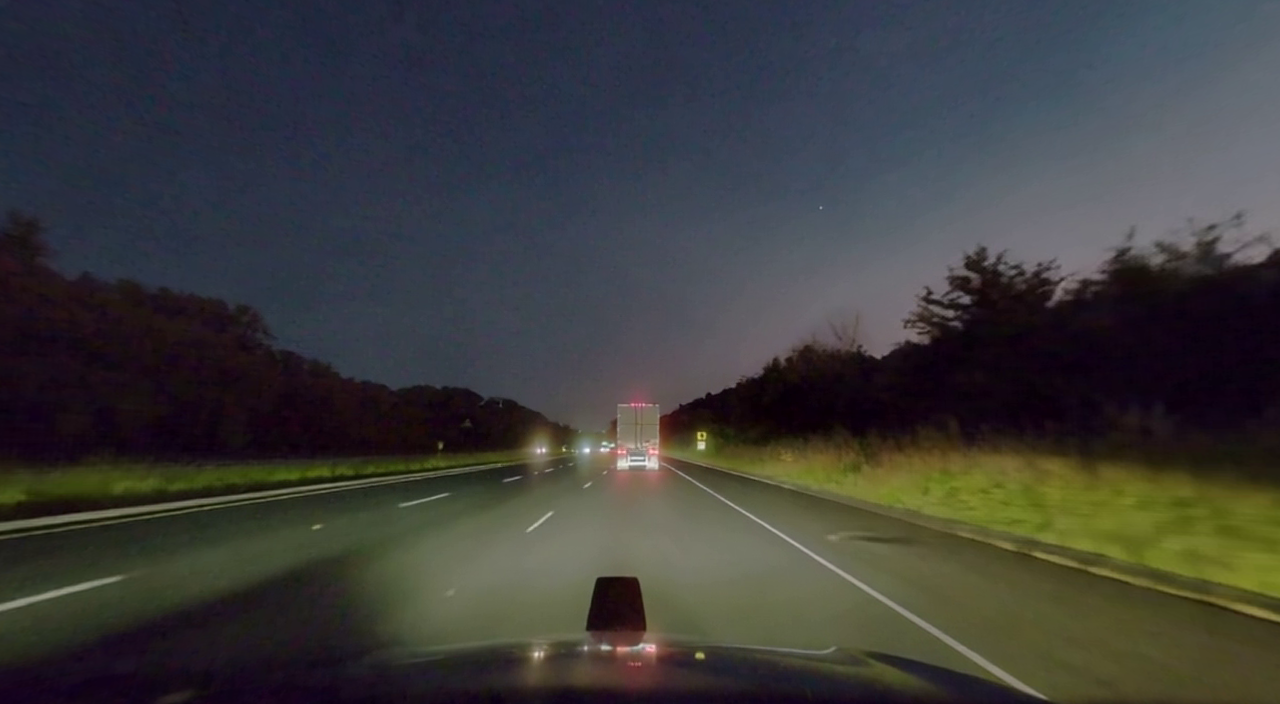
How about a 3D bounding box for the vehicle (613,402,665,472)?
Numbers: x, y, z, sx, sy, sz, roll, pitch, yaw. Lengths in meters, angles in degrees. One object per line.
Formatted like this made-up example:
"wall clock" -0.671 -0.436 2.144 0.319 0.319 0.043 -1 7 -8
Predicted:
"vehicle" -0.107 5.707 41.594 2.982 3.947 11.075 0 -9 -1
